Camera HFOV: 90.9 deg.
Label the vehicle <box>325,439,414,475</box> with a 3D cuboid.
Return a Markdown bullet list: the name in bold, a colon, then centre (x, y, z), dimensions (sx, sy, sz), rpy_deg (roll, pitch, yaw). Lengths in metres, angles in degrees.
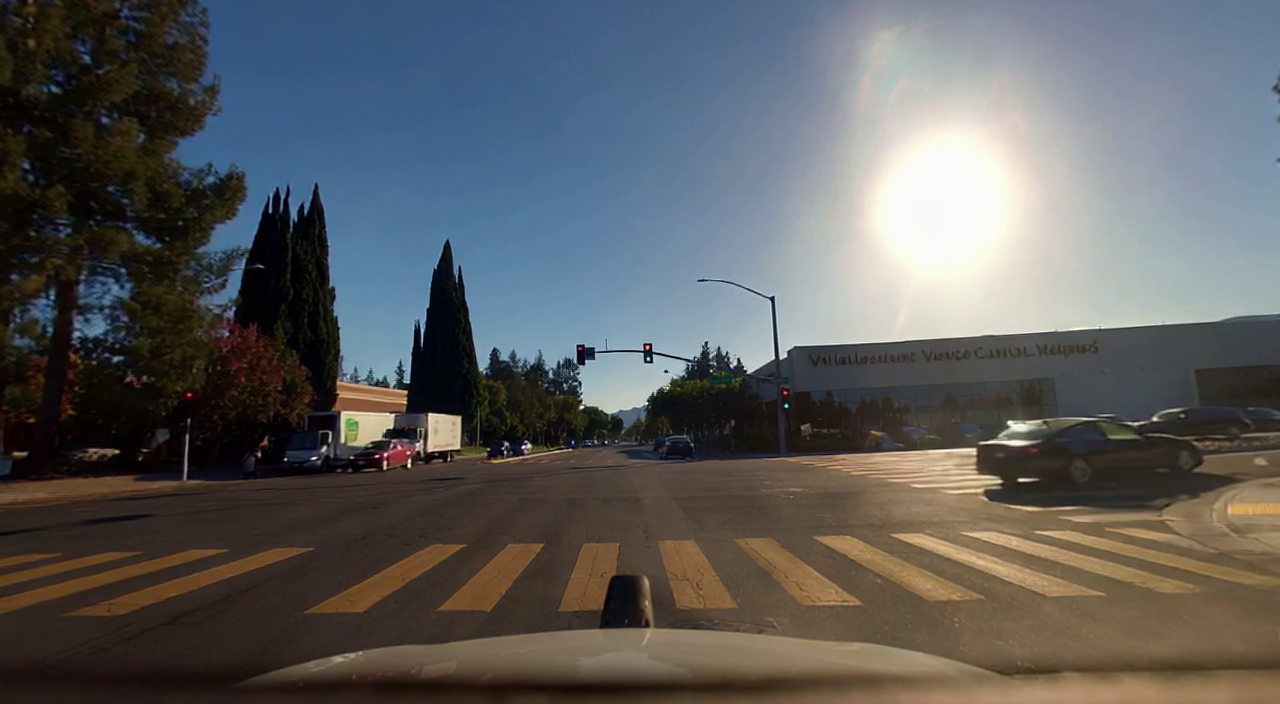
- **vehicle**: centre (-12.036, 4.681, 28.399), dimensions (1.996, 1.489, 4.566), rpy_deg (0, -8, -1)

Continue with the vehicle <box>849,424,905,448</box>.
- **vehicle**: centre (17.360, 6.223, 46.322), dimensions (3.329, 1.415, 1.821), rpy_deg (-6, -9, 2)

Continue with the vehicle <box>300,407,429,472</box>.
- **vehicle**: centre (-16.695, 5.536, 39.526), dimensions (3.161, 3.455, 11.058), rpy_deg (0, -8, 0)

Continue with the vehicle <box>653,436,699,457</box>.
- **vehicle**: centre (2.534, 6.828, 45.522), dimensions (1.884, 1.419, 4.448), rpy_deg (2, -9, -16)

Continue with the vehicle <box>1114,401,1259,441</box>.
- **vehicle**: centre (24.402, 3.118, 28.269), dimensions (4.566, 1.670, 2.000), rpy_deg (0, -8, -1)

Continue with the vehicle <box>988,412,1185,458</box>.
- **vehicle**: centre (14.427, 2.741, 20.594), dimensions (4.994, 1.416, 1.783), rpy_deg (0, -8, 3)
